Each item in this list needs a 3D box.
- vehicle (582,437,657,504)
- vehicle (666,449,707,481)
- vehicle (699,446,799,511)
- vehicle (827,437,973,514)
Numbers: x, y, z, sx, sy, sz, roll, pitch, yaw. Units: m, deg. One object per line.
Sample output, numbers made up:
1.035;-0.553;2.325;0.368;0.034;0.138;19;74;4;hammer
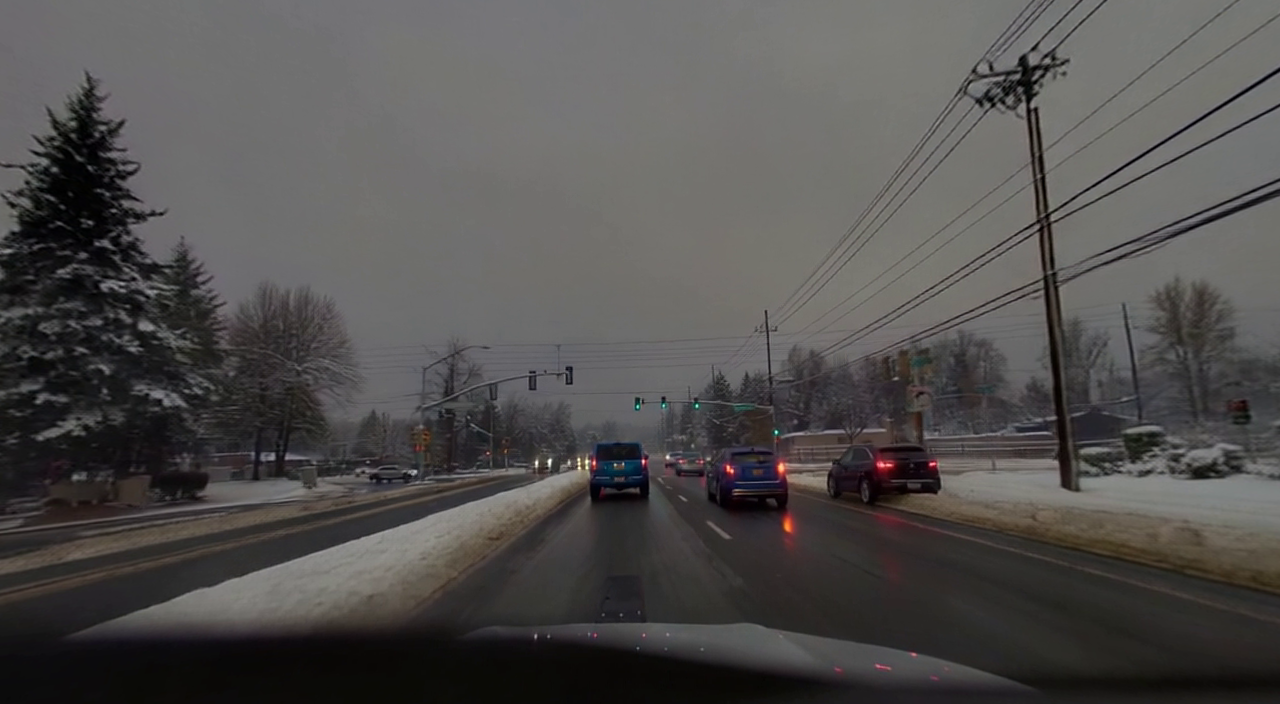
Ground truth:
-0.660;3.881;21.129;2.231;1.998;4.254;0;-9;-1;vehicle
2.660;6.548;36.956;1.915;1.765;4.047;0;-9;-2;vehicle
2.944;3.510;18.090;1.880;1.579;4.401;0;-9;-2;vehicle
6.687;3.190;16.883;1.929;1.753;4.396;0;-9;-1;vehicle
